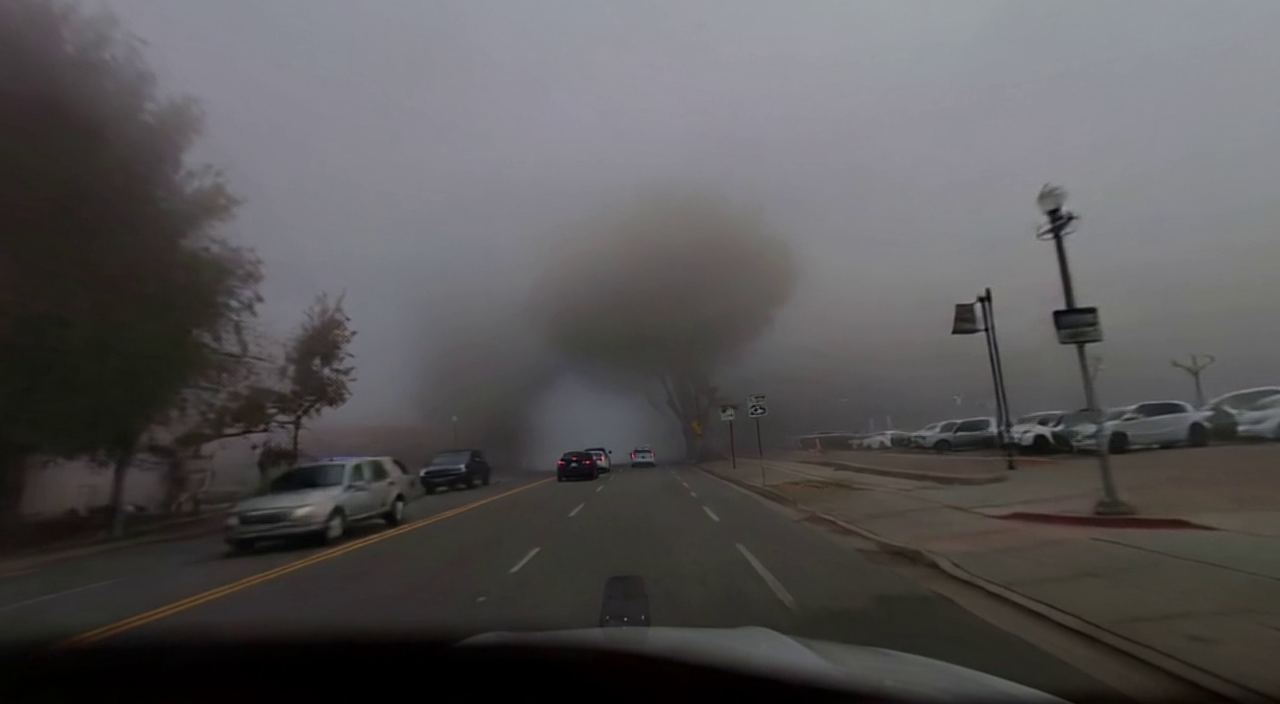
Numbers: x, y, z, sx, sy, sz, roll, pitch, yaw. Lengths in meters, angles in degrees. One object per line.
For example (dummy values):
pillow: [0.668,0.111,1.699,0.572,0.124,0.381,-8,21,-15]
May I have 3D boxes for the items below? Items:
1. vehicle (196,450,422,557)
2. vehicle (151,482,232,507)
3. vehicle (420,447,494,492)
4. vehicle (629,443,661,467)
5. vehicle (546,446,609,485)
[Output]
vehicle: [-5.903,2.691,11.939,2.045,1.619,3.973,-1,-9,1]
vehicle: [-34.523,10.973,48.581,4.558,1.819,2.094,1,-11,0]
vehicle: [-8.359,5.354,29.294,1.995,1.880,4.703,-1,-9,1]
vehicle: [0.312,6.888,42.303,2.020,1.478,3.922,0,-9,-1]
vehicle: [-2.470,4.599,25.996,2.099,1.424,4.609,0,-9,1]
